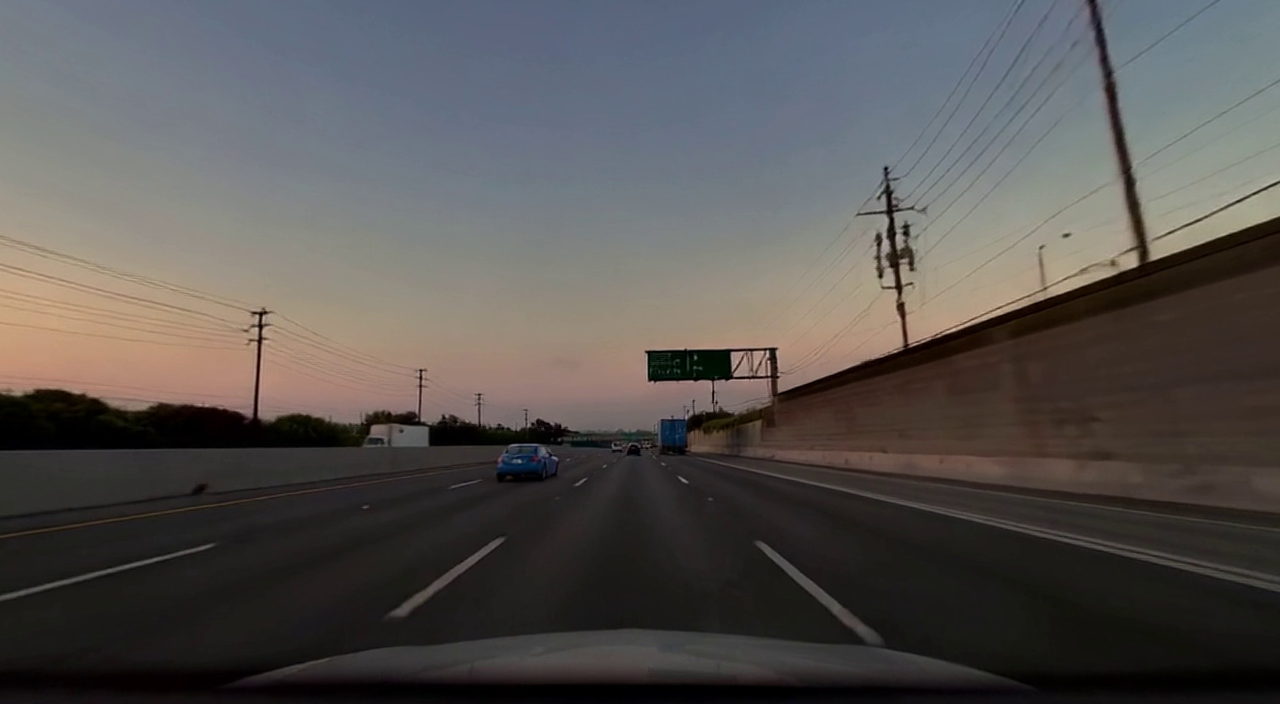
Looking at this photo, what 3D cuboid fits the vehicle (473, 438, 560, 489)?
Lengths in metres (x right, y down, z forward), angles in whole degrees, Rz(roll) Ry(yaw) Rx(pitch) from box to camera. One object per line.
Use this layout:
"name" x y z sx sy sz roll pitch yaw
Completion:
"vehicle" -3.965 3.667 21.061 2.009 1.533 4.175 0 -9 1
